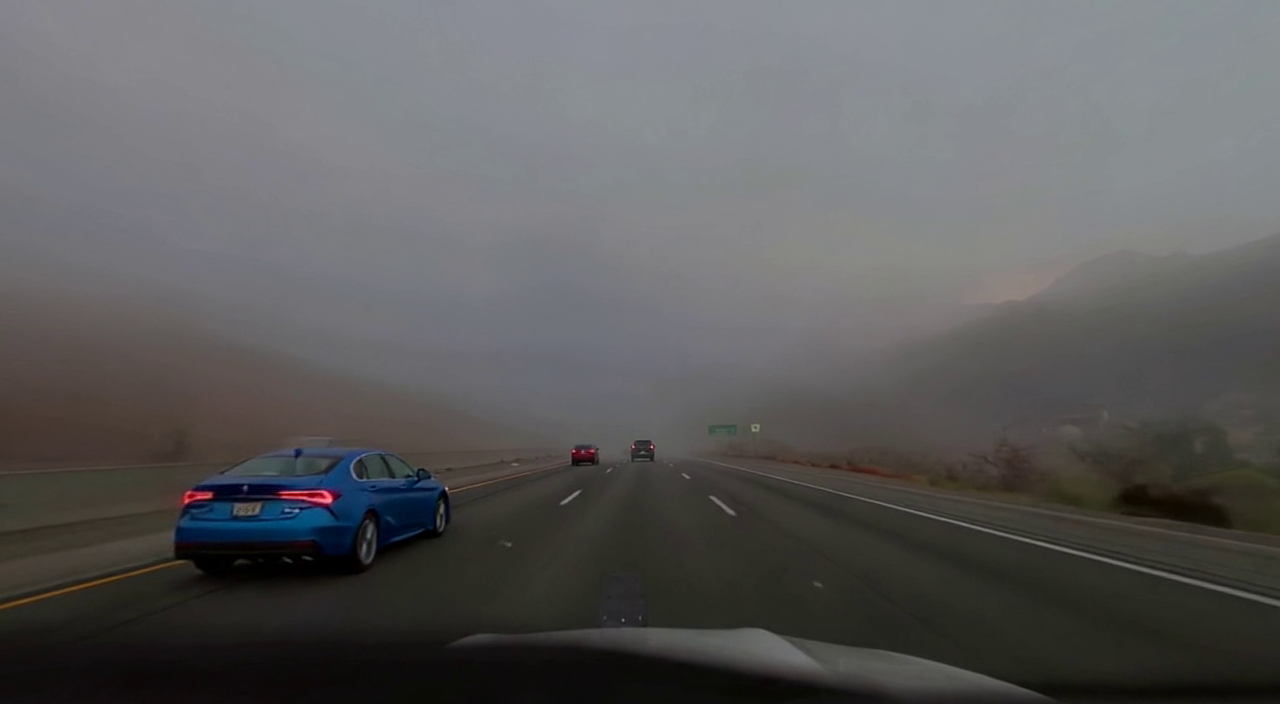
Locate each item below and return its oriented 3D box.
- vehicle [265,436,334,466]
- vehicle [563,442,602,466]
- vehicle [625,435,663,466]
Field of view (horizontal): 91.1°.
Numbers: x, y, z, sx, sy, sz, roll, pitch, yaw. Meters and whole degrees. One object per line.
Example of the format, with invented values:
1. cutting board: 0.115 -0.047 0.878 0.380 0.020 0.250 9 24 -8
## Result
1. vehicle: -21.143 6.133 39.158 1.839 1.745 4.411 0 -8 0
2. vehicle: -3.683 6.638 41.116 2.082 1.485 4.237 0 -8 1
3. vehicle: 0.245 6.362 40.595 2.272 1.836 4.866 0 -8 0
